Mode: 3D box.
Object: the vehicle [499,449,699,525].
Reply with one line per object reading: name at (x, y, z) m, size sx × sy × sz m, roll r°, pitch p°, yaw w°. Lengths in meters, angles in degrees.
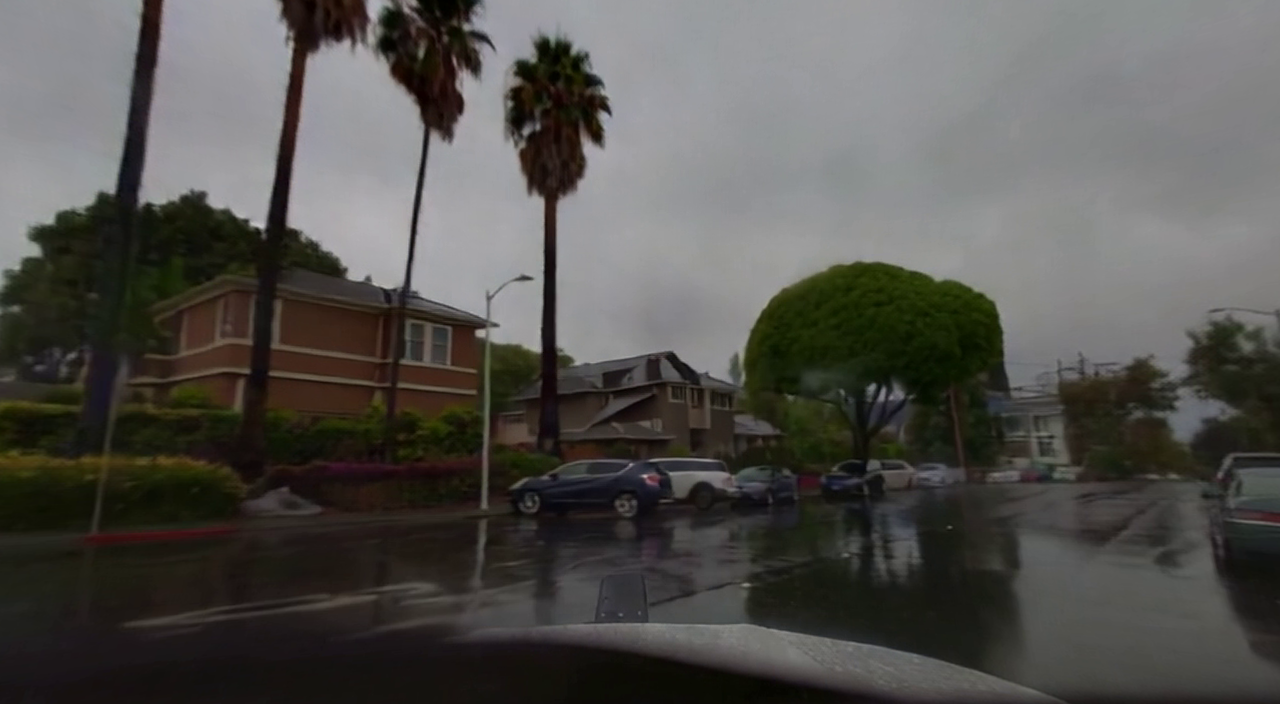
vehicle at (-1.094, 3.466, 16.746) m, size 4.866 × 1.752 × 1.998 m, roll -4°, pitch -10°, yaw 24°
